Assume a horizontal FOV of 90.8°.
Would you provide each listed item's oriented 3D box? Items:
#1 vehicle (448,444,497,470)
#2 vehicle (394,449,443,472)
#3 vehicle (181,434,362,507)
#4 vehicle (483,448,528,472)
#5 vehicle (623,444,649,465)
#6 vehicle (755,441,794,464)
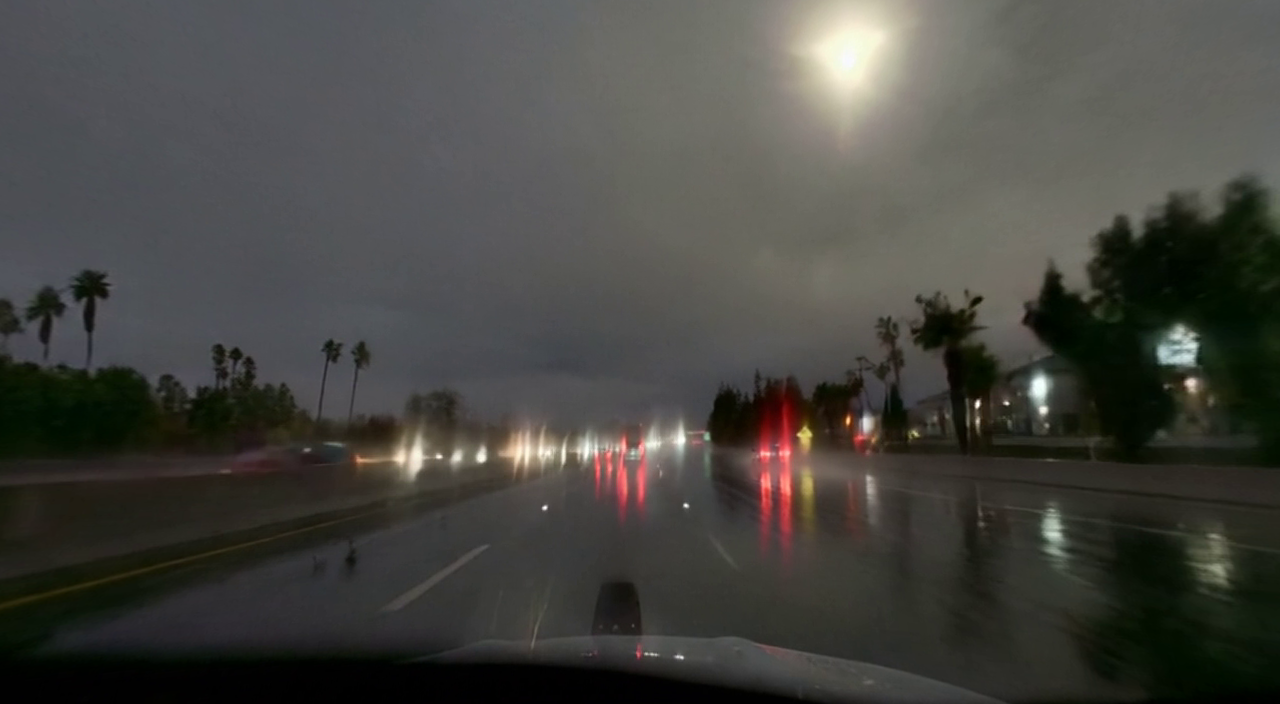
[{"bbox_3d":[-12.189,7.689,46.432,2.142,1.805,5.075,-1,-9,1],"label":"vehicle"},{"bbox_3d":[-15.655,7.656,44.888,1.876,1.513,4.205,-1,-9,1],"label":"vehicle"},{"bbox_3d":[-9.758,3.162,17.317,2.100,1.668,4.686,-1,-9,0],"label":"vehicle"},{"bbox_3d":[-8.885,7.163,42.089,1.975,1.495,4.510,-1,-9,0],"label":"vehicle"},{"bbox_3d":[-0.260,8.017,49.421,1.977,1.513,3.546,-1,-9,1],"label":"vehicle"},{"bbox_3d":[10.504,7.882,49.640,2.130,1.703,4.572,-1,-9,1],"label":"vehicle"}]
